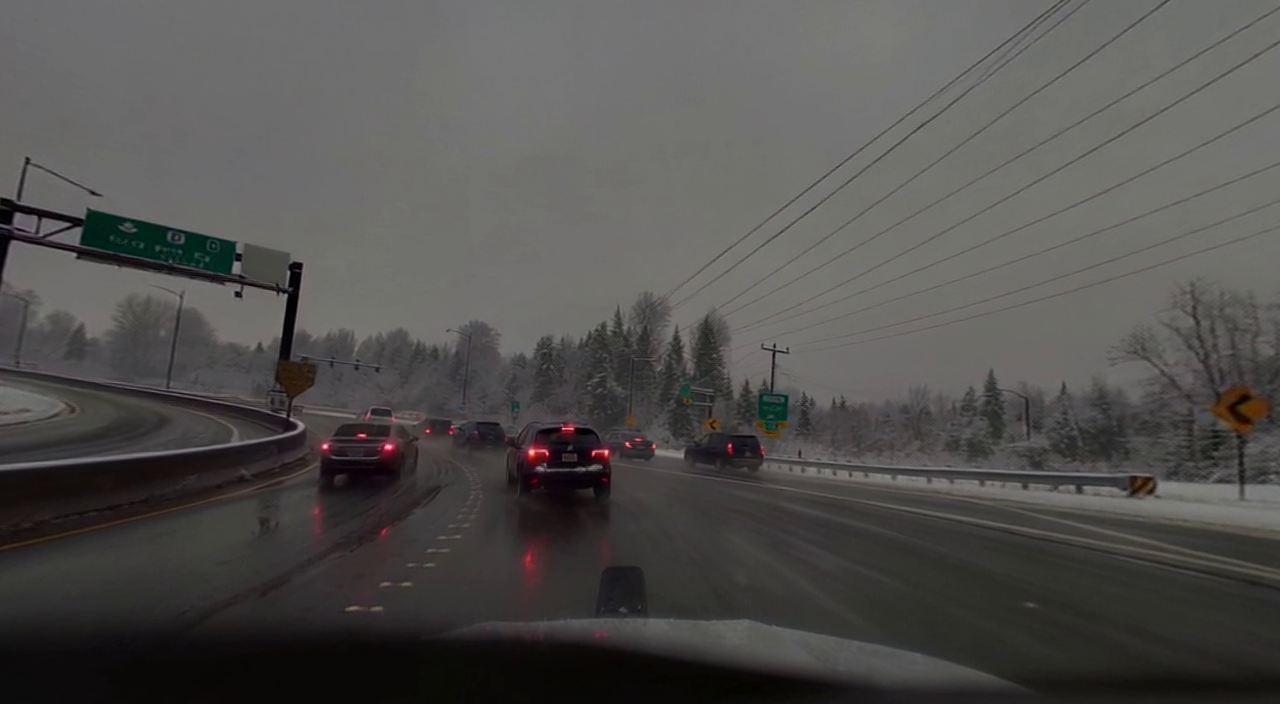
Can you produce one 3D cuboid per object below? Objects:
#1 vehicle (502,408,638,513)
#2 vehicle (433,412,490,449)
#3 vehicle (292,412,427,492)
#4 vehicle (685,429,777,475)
[{"bbox_3d":[-1.596,2.127,12.753,2.140,1.724,4.304,2,-9,-14],"label":"vehicle"},{"bbox_3d":[-9.585,4.234,33.583,2.042,1.817,4.650,4,-9,-26],"label":"vehicle"},{"bbox_3d":[-6.183,2.270,14.521,2.033,1.501,4.623,2,-9,-14],"label":"vehicle"},{"bbox_3d":[3.799,4.320,27.464,2.079,1.807,4.682,3,-9,-18],"label":"vehicle"}]
